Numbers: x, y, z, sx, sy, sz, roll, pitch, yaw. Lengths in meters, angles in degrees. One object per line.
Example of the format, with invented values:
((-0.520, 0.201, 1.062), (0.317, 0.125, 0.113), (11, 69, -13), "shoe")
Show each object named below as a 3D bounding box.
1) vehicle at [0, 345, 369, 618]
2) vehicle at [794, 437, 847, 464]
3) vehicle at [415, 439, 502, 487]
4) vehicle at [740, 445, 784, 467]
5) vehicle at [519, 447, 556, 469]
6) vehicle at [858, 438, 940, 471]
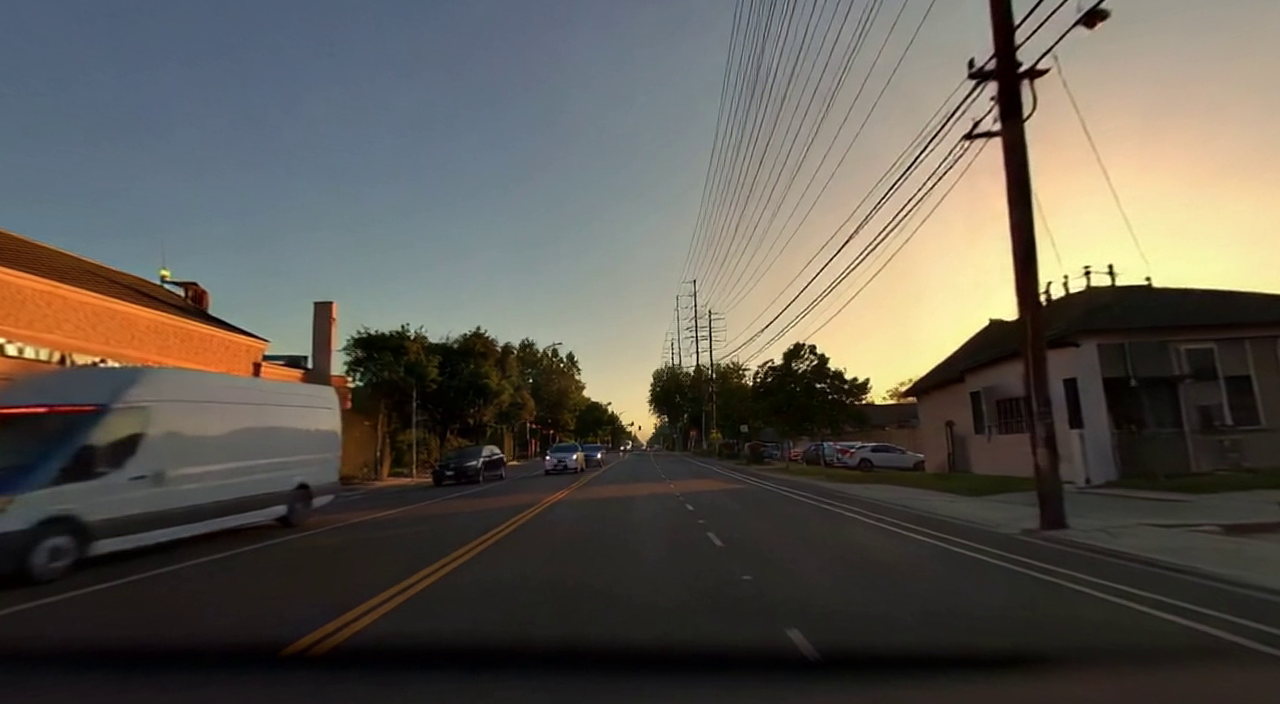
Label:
((-6.928, 1.599, 8.600), (2.909, 2.362, 7.390), (-1, -8, 2), "vehicle")
((12.671, 6.941, 44.464), (2.051, 1.811, 5.330), (0, -8, -1), "vehicle")
((-7.259, 4.451, 25.678), (2.242, 1.741, 4.519), (0, -8, -1), "vehicle")
((8.264, 7.055, 42.962), (1.869, 1.428, 4.250), (0, -8, -5), "vehicle")
((-7.242, 7.478, 44.801), (1.877, 1.445, 4.429), (-1, -8, 0), "vehicle")
((13.015, 5.184, 32.006), (2.143, 1.518, 4.893), (0, -8, 0), "vehicle")
